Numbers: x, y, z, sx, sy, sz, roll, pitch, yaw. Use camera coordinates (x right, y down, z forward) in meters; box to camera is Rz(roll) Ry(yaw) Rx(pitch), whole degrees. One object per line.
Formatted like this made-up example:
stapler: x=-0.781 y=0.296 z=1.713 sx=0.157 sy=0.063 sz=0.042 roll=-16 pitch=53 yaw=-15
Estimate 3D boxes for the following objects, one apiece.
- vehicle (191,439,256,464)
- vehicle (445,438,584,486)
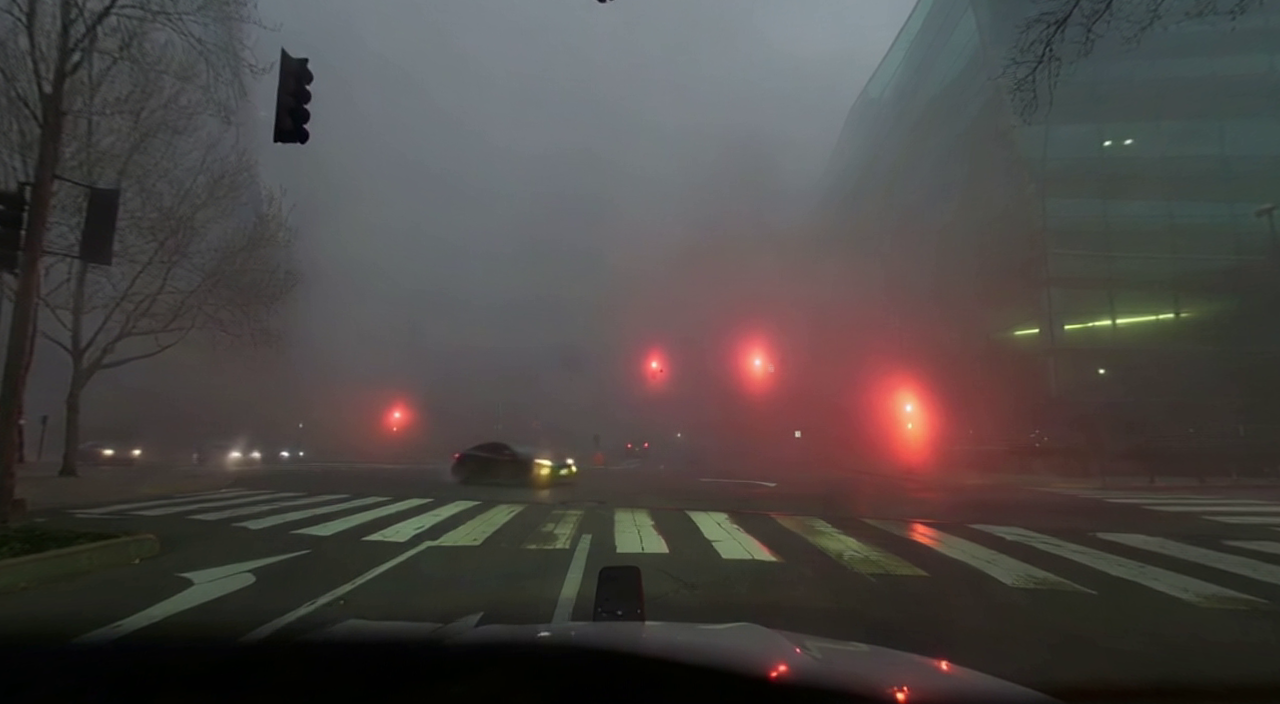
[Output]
vehicle: x=-27.393 y=6.526 z=41.519 sx=4.110 sy=1.511 sz=1.883 roll=-5 pitch=-10 yaw=30
vehicle: x=-4.343 y=3.703 z=21.522 sx=4.798 sy=1.461 sz=1.939 roll=-7 pitch=-11 yaw=37
